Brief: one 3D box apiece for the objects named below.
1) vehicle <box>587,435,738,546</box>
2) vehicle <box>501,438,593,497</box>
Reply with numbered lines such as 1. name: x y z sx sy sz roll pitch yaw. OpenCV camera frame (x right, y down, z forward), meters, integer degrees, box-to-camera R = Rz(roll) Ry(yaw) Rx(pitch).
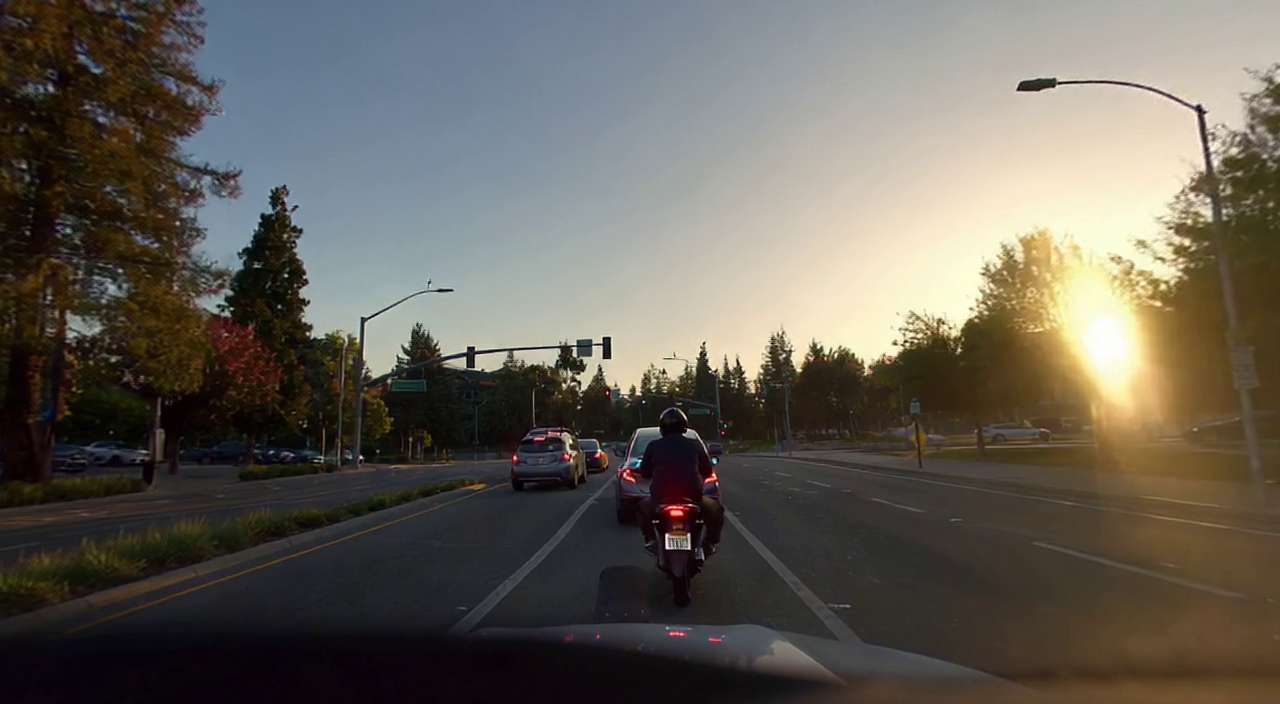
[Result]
1. vehicle: 0.330 2.181 10.743 2.009 1.450 4.608 -1 -8 1
2. vehicle: -2.549 3.282 18.281 1.979 1.499 3.840 -1 -8 2
